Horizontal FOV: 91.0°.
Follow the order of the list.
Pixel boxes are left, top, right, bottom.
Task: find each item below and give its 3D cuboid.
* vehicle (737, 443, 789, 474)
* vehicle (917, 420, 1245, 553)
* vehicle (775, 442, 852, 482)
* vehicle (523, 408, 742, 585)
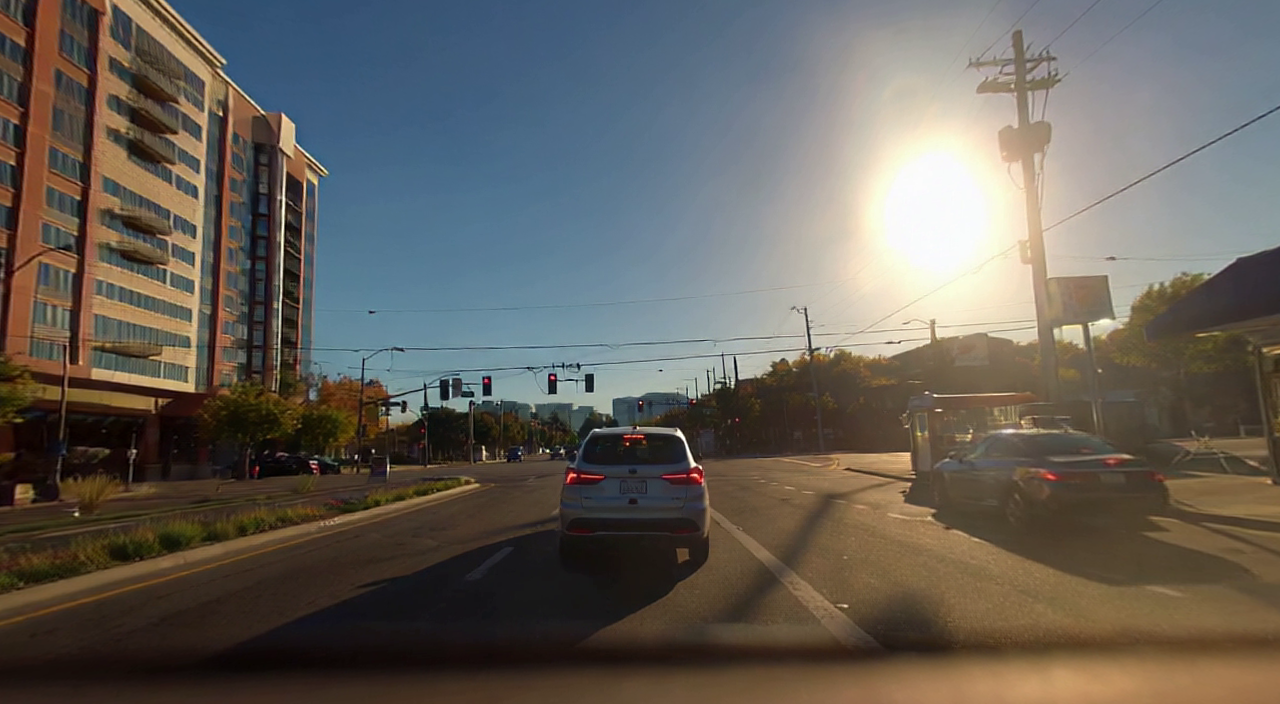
[{"bbox_3d":[6.265,5.456,32.632,1.961,1.477,4.454,0,-9,2],"label":"vehicle"},{"bbox_3d":[6.580,2.043,10.286,2.072,1.652,4.611,0,-9,1],"label":"vehicle"},{"bbox_3d":[6.859,4.393,25.347,1.833,1.452,4.237,0,-9,0],"label":"vehicle"},{"bbox_3d":[-0.058,1.693,8.114,2.115,1.700,3.901,0,-9,1],"label":"vehicle"}]
